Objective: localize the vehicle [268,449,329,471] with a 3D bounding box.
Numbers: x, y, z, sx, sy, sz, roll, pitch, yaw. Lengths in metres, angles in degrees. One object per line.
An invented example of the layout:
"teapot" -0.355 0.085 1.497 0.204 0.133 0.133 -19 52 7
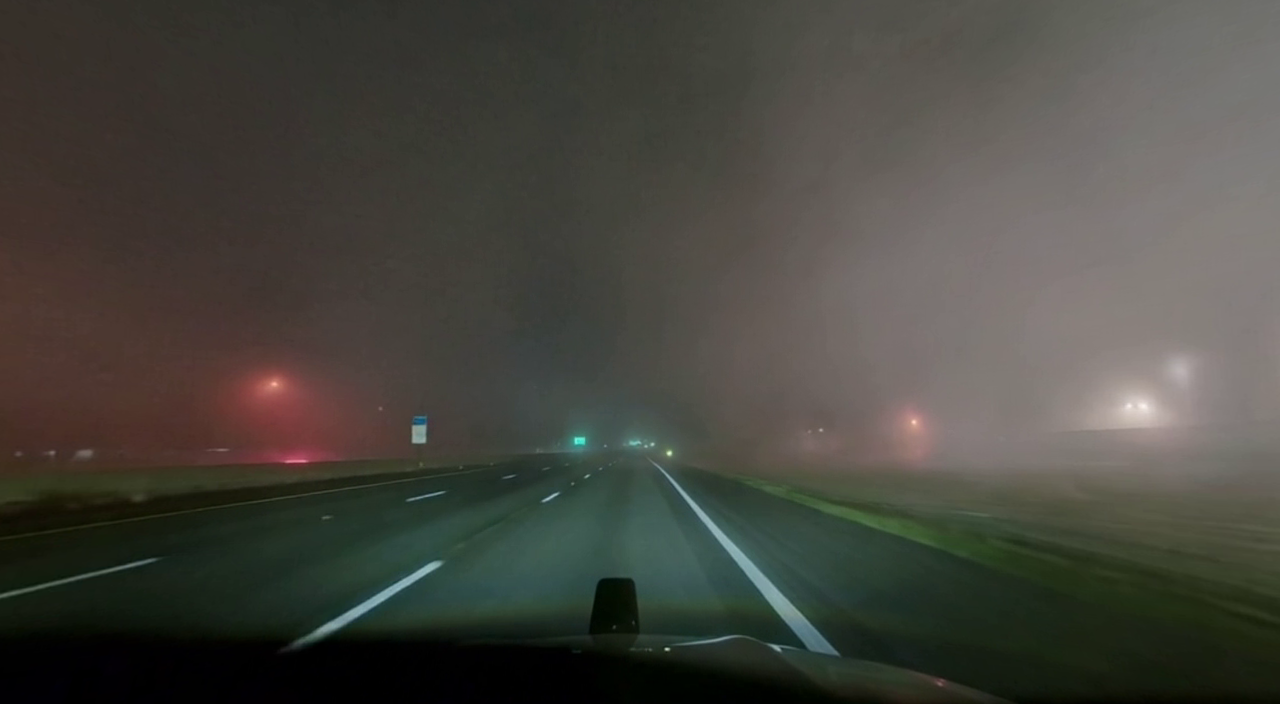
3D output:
"vehicle" -26.327 8.345 48.888 1.923 1.563 4.762 0 -9 1
